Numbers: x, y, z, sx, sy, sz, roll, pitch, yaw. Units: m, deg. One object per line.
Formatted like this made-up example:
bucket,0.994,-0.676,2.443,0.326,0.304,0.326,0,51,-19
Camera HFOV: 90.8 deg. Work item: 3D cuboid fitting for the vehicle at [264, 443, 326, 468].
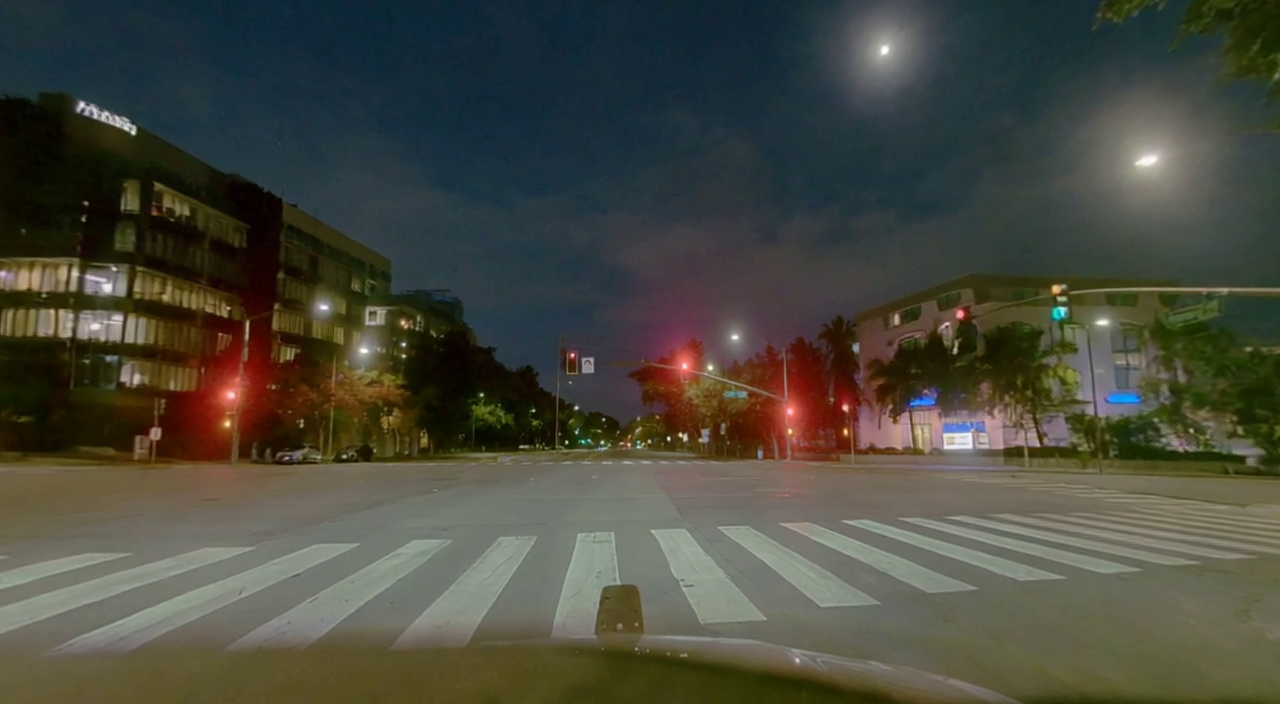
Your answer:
vehicle,-21.828,6.555,40.145,2.005,1.496,4.020,1,-9,-6

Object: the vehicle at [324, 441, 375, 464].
vehicle,-22.441,7.775,48.986,2.023,1.706,4.756,1,-9,-6
